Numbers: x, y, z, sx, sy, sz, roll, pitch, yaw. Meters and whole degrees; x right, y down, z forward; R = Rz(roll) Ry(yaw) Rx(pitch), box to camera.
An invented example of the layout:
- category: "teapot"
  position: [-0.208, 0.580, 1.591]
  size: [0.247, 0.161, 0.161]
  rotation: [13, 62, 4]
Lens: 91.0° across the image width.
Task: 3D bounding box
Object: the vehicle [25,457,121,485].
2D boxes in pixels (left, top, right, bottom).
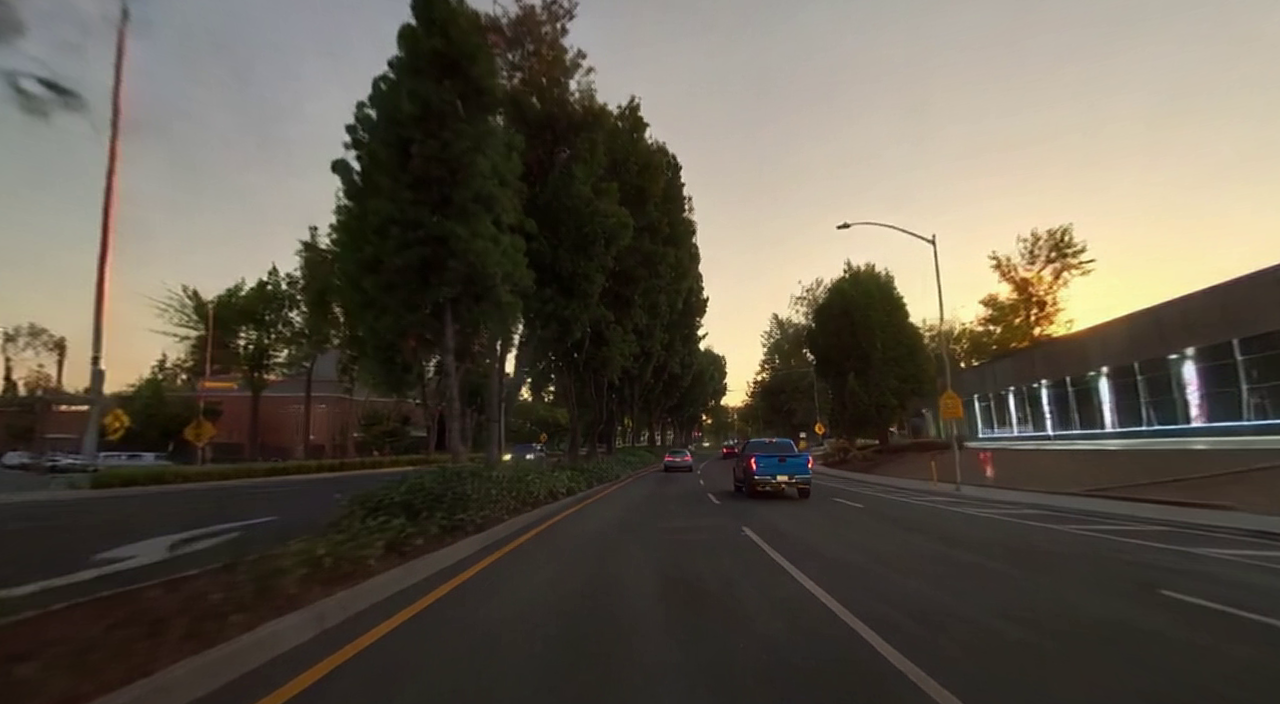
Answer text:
- category: "vehicle"
  position: [-32.802, 6.866, 36.488]
  size: [3.963, 1.494, 1.802]
  rotation: [-1, -9, 6]

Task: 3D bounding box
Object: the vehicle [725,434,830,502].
- category: "vehicle"
  position: [4.313, 3.748, 20.871]
  size: [2.367, 1.919, 5.651]
  rotation: [0, -9, 2]

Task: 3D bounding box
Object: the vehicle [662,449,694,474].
- category: "vehicle"
  position: [2.555, 7.167, 41.594]
  size: [1.968, 1.521, 4.262]
  rotation: [0, -9, 5]
